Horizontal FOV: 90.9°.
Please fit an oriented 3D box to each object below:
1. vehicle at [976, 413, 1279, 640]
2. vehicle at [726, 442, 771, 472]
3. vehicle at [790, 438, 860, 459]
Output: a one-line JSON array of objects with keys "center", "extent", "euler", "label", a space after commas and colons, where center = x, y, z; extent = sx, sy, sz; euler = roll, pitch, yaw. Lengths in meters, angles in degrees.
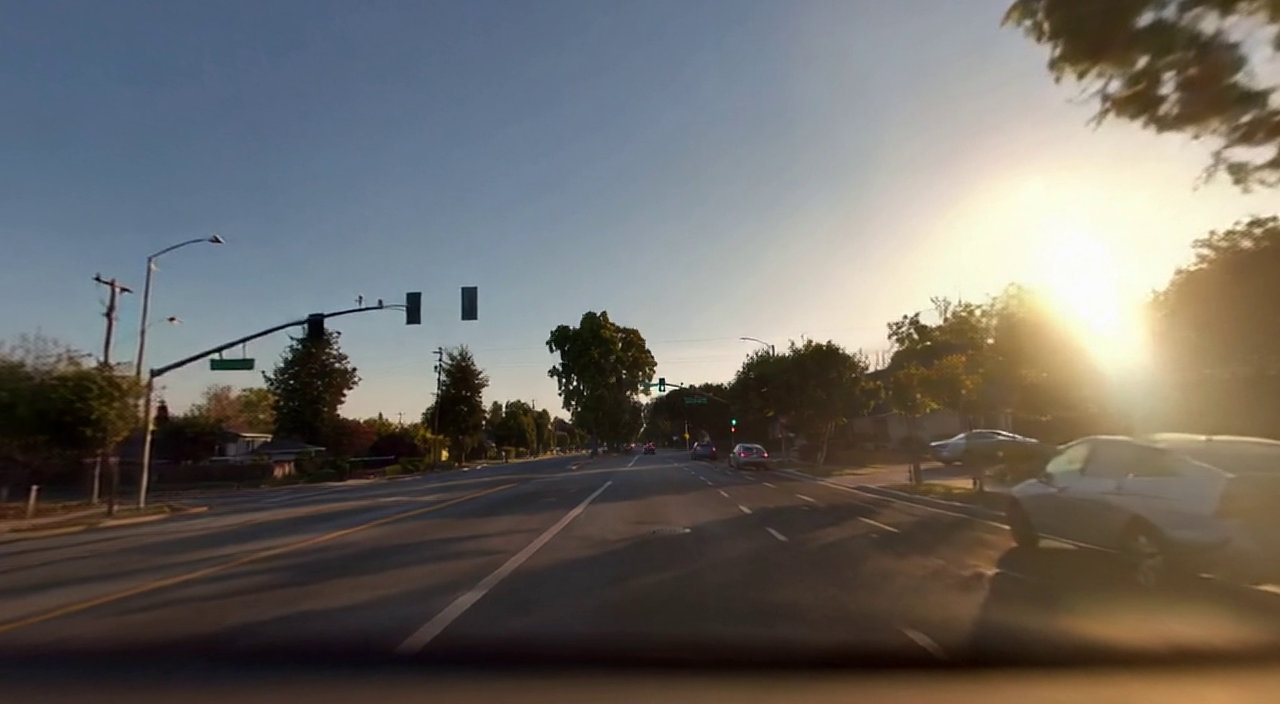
[{"center": [5.490, 1.509, 6.415], "extent": [1.950, 1.567, 4.083], "euler": [0, -8, 2], "label": "vehicle"}, {"center": [5.947, 5.797, 35.089], "extent": [1.855, 1.520, 4.808], "euler": [0, -8, 2], "label": "vehicle"}, {"center": [13.175, 6.872, 45.084], "extent": [4.461, 1.461, 1.805], "euler": [0, -8, 0], "label": "vehicle"}]
